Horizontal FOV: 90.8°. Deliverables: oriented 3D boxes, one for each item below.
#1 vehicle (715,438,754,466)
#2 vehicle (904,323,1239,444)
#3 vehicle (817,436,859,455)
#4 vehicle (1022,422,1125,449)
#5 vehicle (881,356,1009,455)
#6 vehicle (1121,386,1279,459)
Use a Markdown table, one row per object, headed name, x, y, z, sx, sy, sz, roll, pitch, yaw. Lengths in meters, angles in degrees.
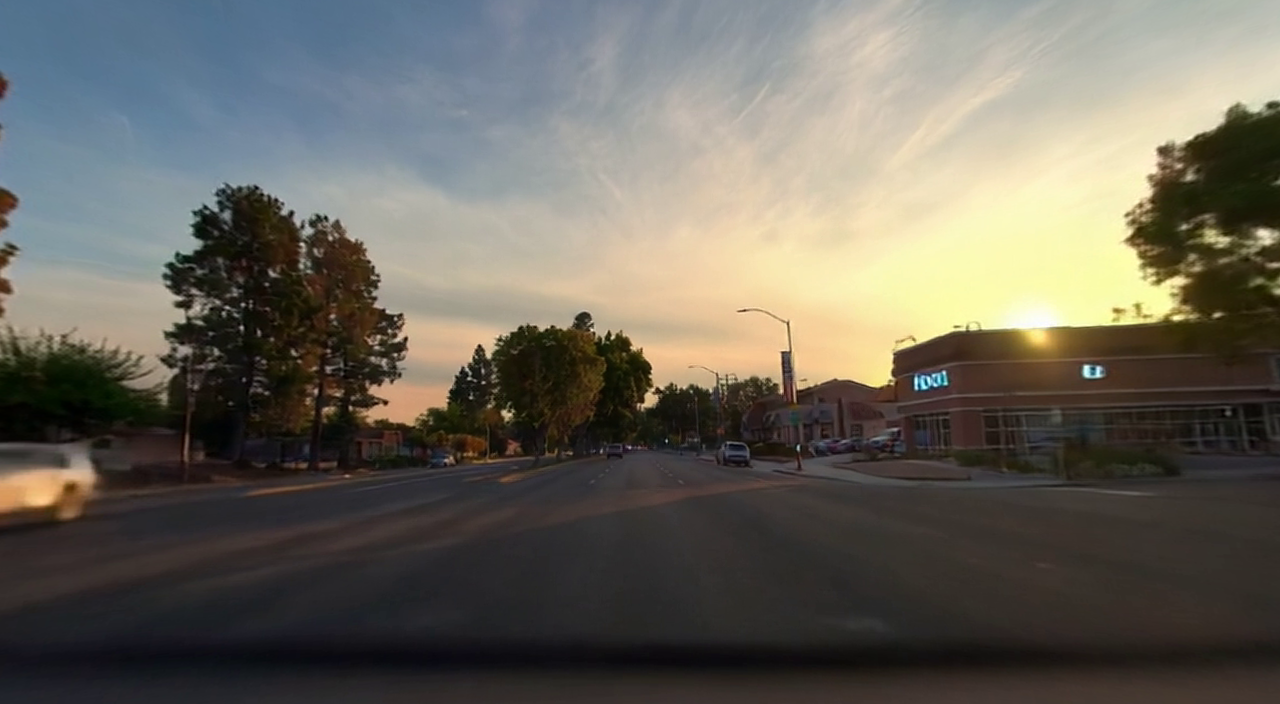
| name | x | y | z | sx | sy | sz | roll | pitch | yaw |
| --- | --- | --- | --- | --- | --- | --- | --- | --- | --- |
| vehicle | 6.773 | 7.201 | 45.615 | 1.954 | 1.907 | 4.736 | 0 | -9 | -1 |
| vehicle | 25.402 | 2.281 | 38.936 | 16.415 | 6.611 | 1.394 | -4 | -10 | 26 |
| vehicle | 15.651 | 7.385 | 49.971 | 2.692 | 1.222 | 1.593 | 0 | -11 | -27 |
| vehicle | 24.868 | 4.841 | 36.441 | 4.712 | 1.527 | 0.932 | -4 | -10 | 27 |
| vehicle | 15.695 | 2.848 | 32.032 | 9.886 | 4.618 | 0.062 | 5 | -10 | -30 |
| vehicle | 26.072 | 3.406 | 29.747 | 4.543 | 3.105 | 4.010 | -4 | -10 | 27 |
